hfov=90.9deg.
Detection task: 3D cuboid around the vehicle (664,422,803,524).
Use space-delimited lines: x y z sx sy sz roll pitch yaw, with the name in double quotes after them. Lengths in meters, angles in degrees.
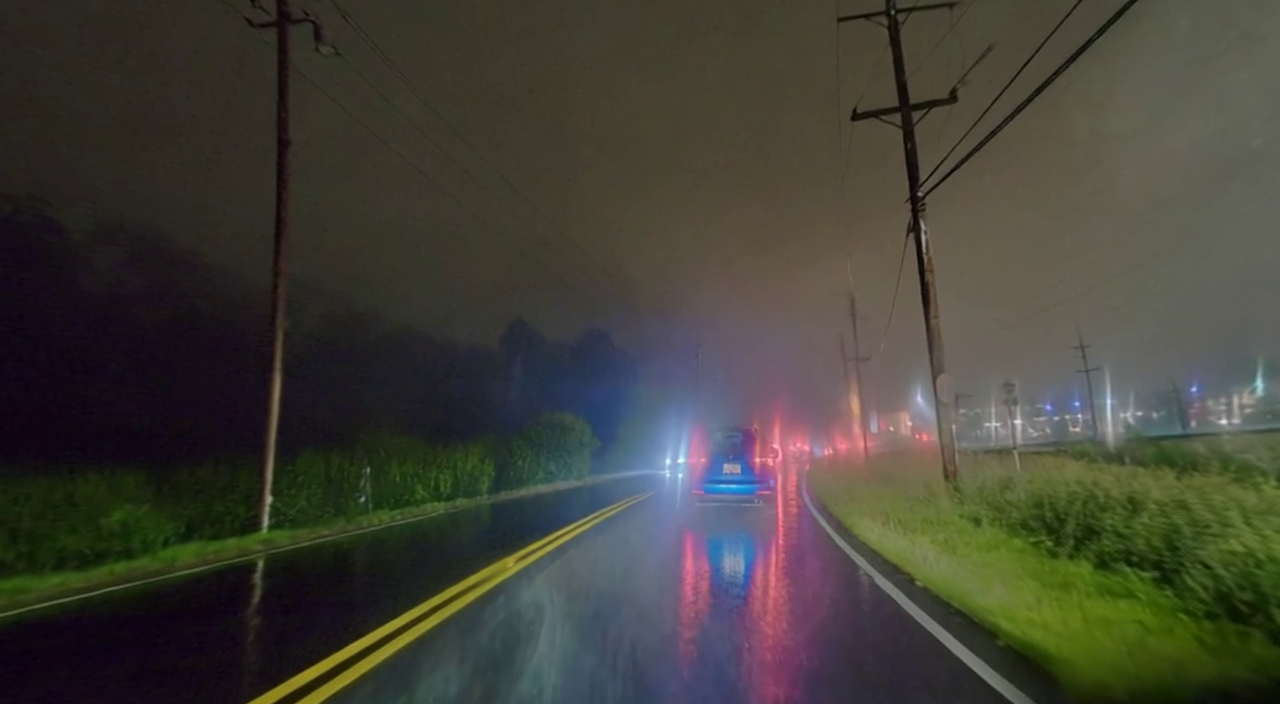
1.799 2.217 12.085 2.157 1.565 4.243 -1 -9 9 "vehicle"
